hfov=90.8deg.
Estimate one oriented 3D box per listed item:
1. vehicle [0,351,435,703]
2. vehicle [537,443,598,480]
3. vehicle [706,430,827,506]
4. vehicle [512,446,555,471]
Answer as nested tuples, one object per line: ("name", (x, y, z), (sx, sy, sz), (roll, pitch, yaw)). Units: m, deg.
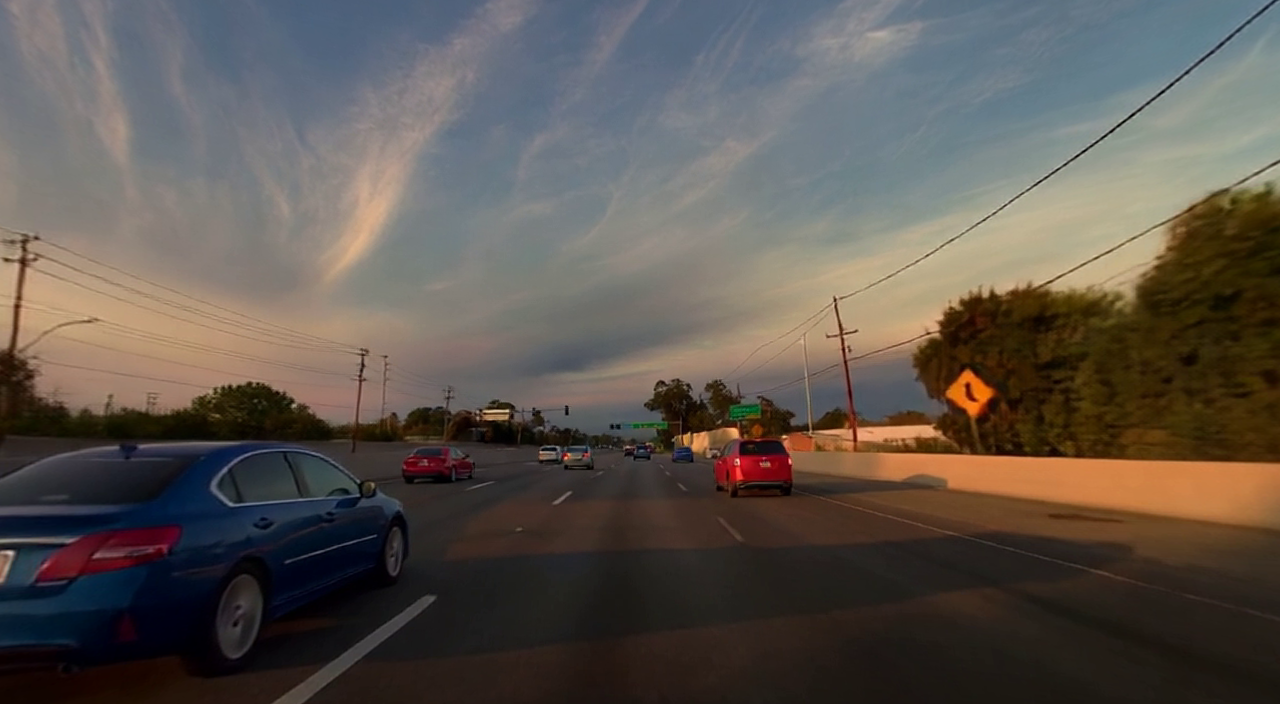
("vehicle", (-3.248, 1.175, 4.520), (2.104, 1.707, 4.338), (0, -9, 0))
("vehicle", (-3.114, 4.808, 28.009), (2.066, 1.488, 4.377), (-1, -9, 2))
("vehicle", (3.027, 2.901, 16.179), (2.100, 1.659, 4.387), (0, -9, -1))
("vehicle", (-6.590, 6.665, 39.631), (1.877, 1.474, 4.475), (0, -9, 0))
